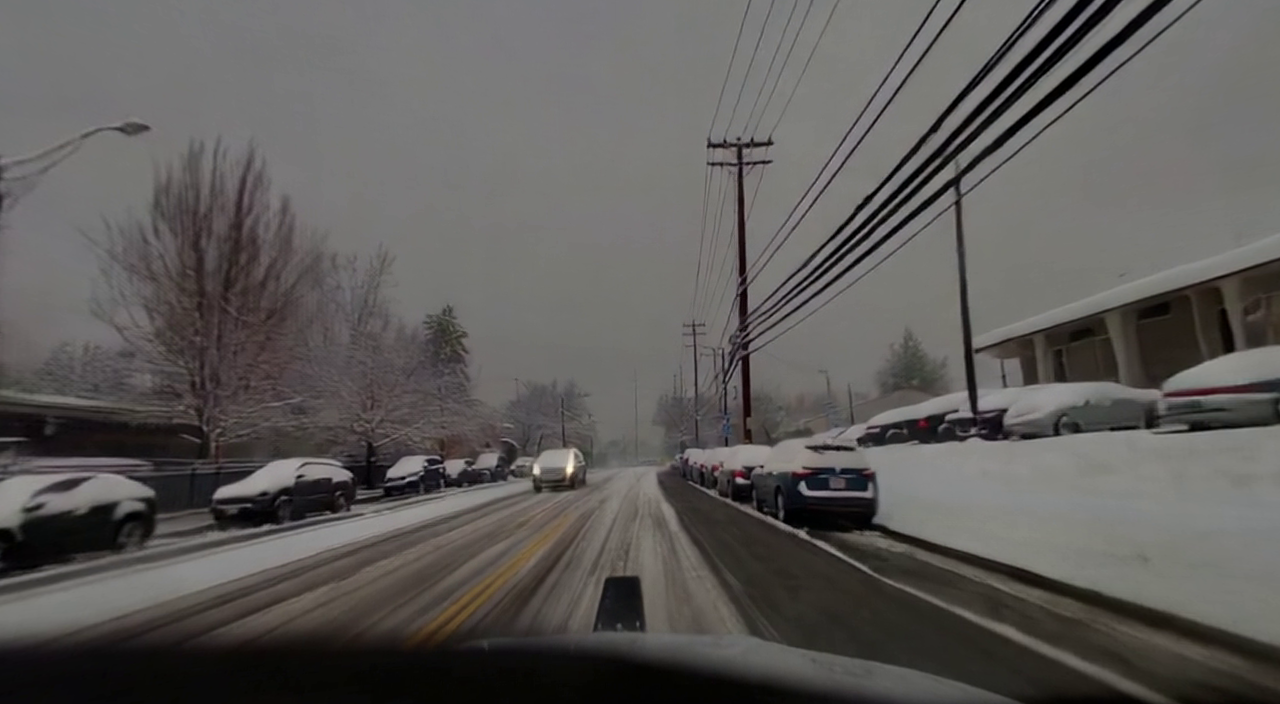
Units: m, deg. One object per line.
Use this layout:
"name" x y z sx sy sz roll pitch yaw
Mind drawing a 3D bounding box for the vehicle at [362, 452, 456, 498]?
"vehicle" -11.295 6.025 31.404 2.322 2.037 5.030 -1 -9 6

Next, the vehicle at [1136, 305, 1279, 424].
"vehicle" 11.421 0.291 10.268 4.959 1.638 2.089 0 -9 -2

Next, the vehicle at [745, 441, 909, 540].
"vehicle" 3.509 2.673 12.857 1.936 1.641 4.434 0 -9 0

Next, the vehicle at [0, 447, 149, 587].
"vehicle" -9.581 2.164 8.494 4.138 1.732 2.015 3 -10 -20

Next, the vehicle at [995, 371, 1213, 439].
"vehicle" 11.522 1.391 15.939 3.857 1.457 1.950 -3 -7 3

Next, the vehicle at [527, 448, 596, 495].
"vehicle" -3.064 4.781 25.697 2.103 1.721 4.473 0 -9 2
